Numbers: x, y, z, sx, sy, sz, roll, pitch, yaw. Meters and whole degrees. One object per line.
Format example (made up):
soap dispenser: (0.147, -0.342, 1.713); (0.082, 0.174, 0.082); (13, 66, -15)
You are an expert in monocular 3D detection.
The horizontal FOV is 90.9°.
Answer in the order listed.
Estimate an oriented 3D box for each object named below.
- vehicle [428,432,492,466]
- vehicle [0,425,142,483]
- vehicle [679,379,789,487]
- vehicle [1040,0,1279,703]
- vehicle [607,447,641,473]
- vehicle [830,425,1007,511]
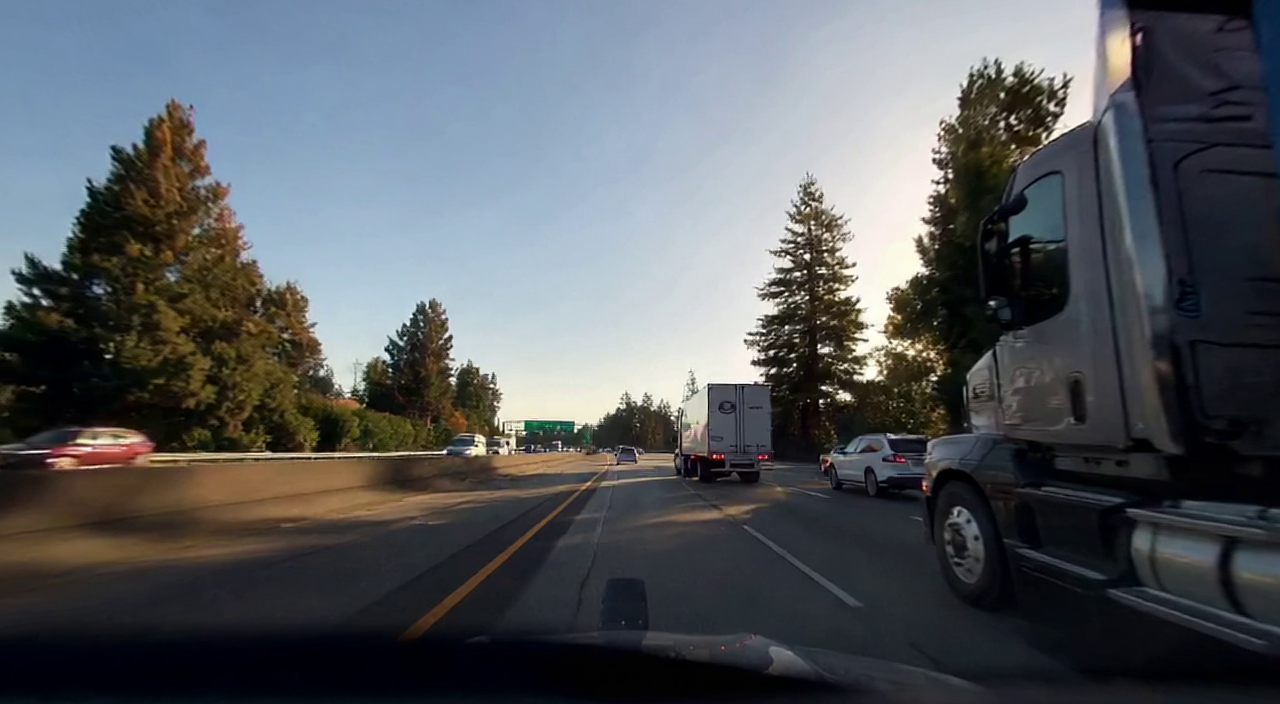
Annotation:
vehicle: (-9.042, 4.938, 32.037); (2.011, 1.632, 4.371); (0, -9, -1)
vehicle: (-16.065, 2.779, 17.263); (1.788, 1.405, 3.707); (0, -9, -1)
vehicle: (3.909, 4.068, 30.363); (2.890, 4.006, 14.039); (0, -9, -1)
vehicle: (3.808, -0.285, 0.301); (2.998, 3.843, 6.178); (0, -9, 0)
vehicle: (-1.073, 7.102, 41.703); (2.111, 1.599, 3.859); (0, -9, -2)
vehicle: (6.880, 2.943, 16.385); (2.128, 1.872, 5.043); (0, -9, -2)
